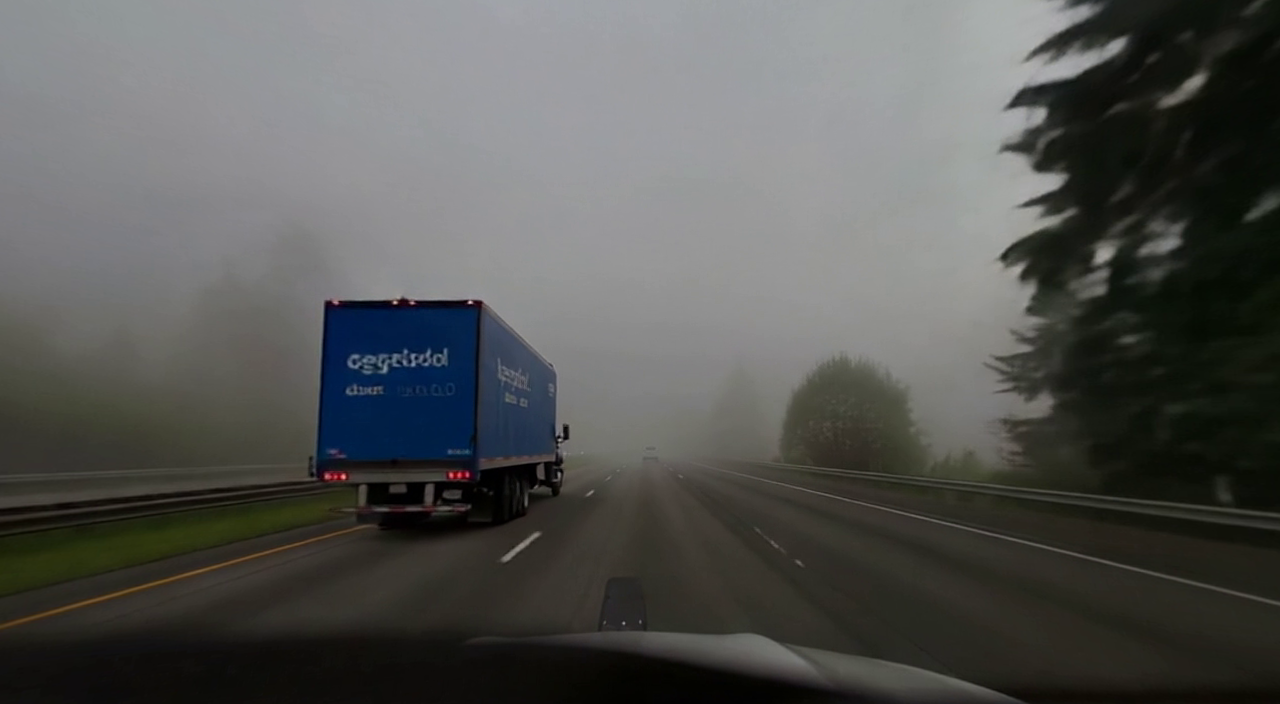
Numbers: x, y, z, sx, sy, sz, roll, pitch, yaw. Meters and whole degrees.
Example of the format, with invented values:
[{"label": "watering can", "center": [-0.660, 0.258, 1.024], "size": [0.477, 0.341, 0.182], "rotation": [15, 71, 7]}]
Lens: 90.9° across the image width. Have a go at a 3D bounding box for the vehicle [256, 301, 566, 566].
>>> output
[{"label": "vehicle", "center": [-3.107, 1.454, 10.988], "size": [2.695, 3.151, 6.885], "rotation": [0, -9, 1]}]
